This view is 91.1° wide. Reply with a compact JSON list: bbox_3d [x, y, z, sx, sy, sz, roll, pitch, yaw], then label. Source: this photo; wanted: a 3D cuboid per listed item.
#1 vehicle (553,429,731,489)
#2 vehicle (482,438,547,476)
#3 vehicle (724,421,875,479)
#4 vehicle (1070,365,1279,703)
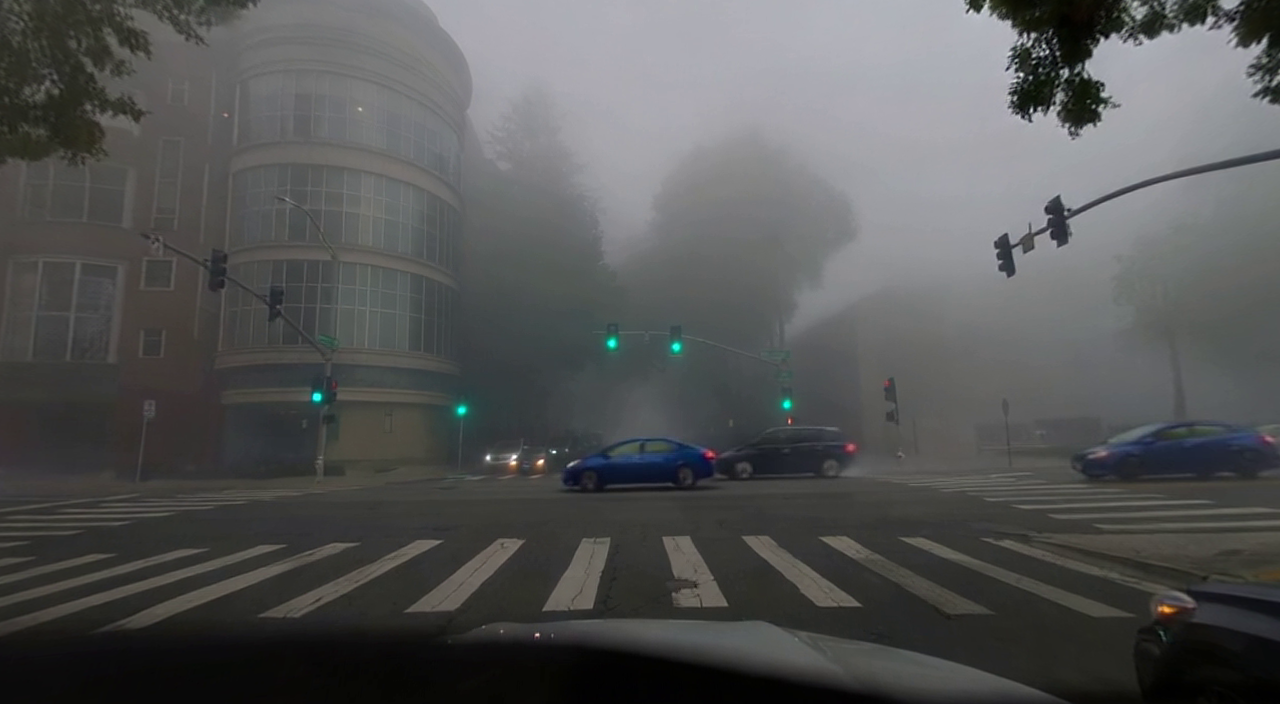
[{"bbox_3d":[0.047,2.842,16.786,4.464,1.472,1.867,0,-8,0],"label":"vehicle"},{"bbox_3d":[-5.965,5.036,30.361,2.115,1.690,4.322,-1,-8,2],"label":"vehicle"},{"bbox_3d":[5.054,3.170,20.439,4.363,1.757,1.926,0,-8,1],"label":"vehicle"},{"bbox_3d":[2.888,0.675,0.826,1.947,1.576,3.825,0,-8,1],"label":"vehicle"}]
